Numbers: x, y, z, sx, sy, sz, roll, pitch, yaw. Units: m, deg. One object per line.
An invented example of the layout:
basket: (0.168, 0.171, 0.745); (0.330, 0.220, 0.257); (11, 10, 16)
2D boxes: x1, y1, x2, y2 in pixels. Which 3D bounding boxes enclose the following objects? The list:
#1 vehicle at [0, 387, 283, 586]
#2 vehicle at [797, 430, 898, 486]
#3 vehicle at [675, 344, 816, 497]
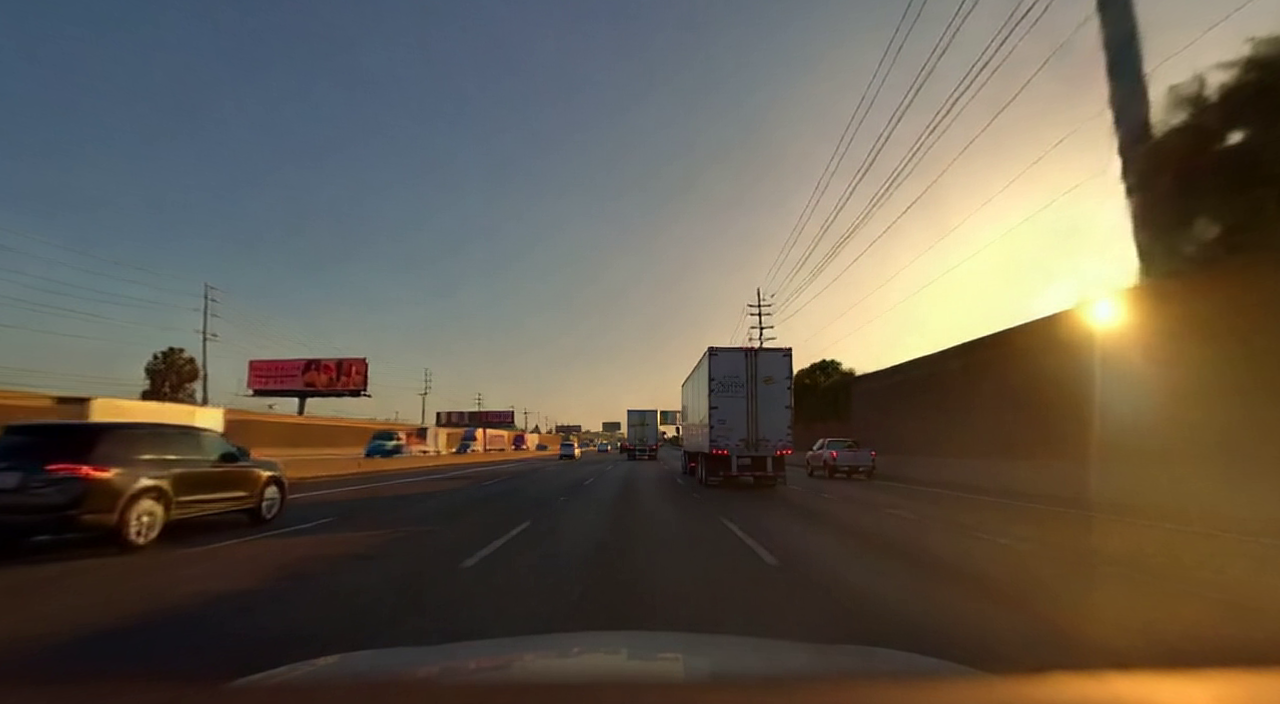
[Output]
vehicle: (-7.008, 1.606, 8.188); (2.004, 1.846, 4.739); (0, -9, -1)
vehicle: (7.490, 3.877, 23.441); (2.115, 1.844, 4.522); (0, -9, -1)
vehicle: (3.305, 3.086, 25.564); (2.892, 4.152, 16.575); (0, -9, 0)
